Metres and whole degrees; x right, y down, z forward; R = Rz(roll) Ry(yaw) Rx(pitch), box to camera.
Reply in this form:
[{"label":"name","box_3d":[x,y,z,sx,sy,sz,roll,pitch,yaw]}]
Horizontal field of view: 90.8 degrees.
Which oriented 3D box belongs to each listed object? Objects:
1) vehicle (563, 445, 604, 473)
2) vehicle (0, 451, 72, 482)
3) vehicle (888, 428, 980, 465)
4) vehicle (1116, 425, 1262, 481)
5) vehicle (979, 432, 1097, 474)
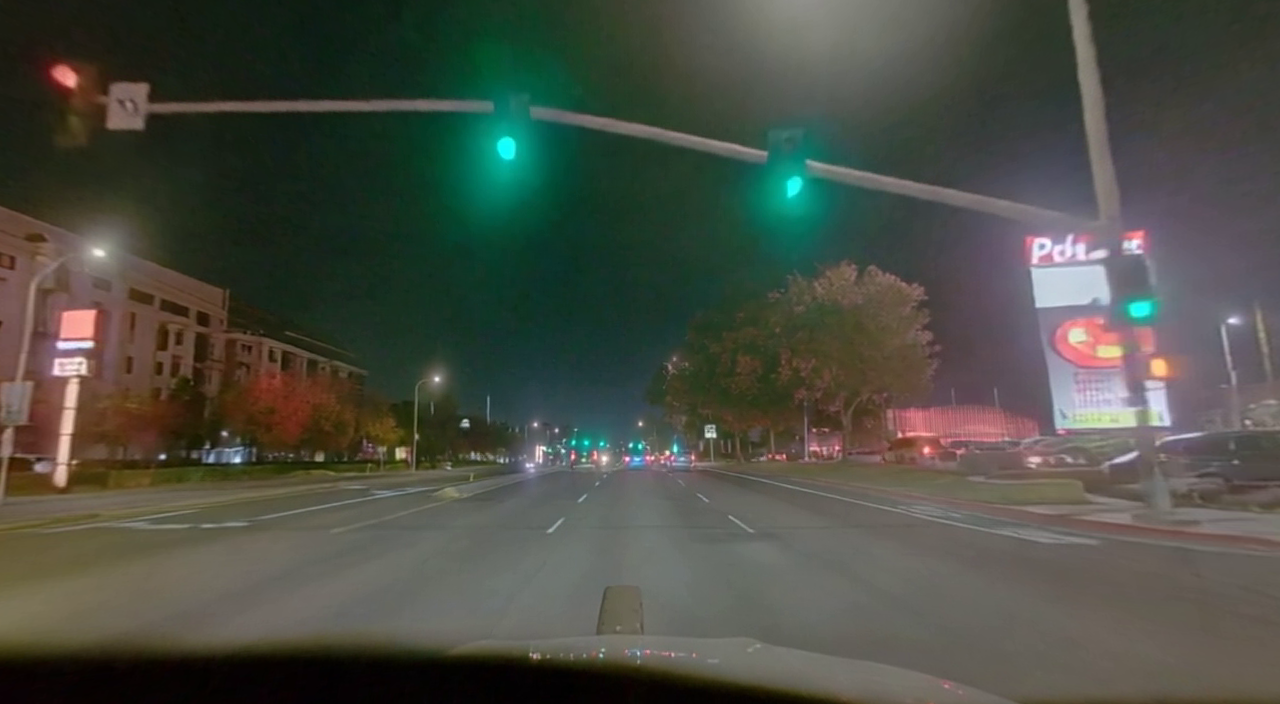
[{"label":"vehicle","box_3d":[-3.351,6.445,38.402,2.035,1.564,4.702,0,-8,0]},{"label":"vehicle","box_3d":[-33.555,6.064,33.603,4.544,1.515,2.218,-1,-8,3]},{"label":"vehicle","box_3d":[16.568,5.311,35.581,5.004,1.893,2.228,5,-10,-32]},{"label":"vehicle","box_3d":[17.123,3.122,19.654,4.759,1.476,1.911,3,-12,-32]},{"label":"vehicle","box_3d":[16.319,4.095,25.870,4.673,1.555,2.010,5,-10,-30]}]
